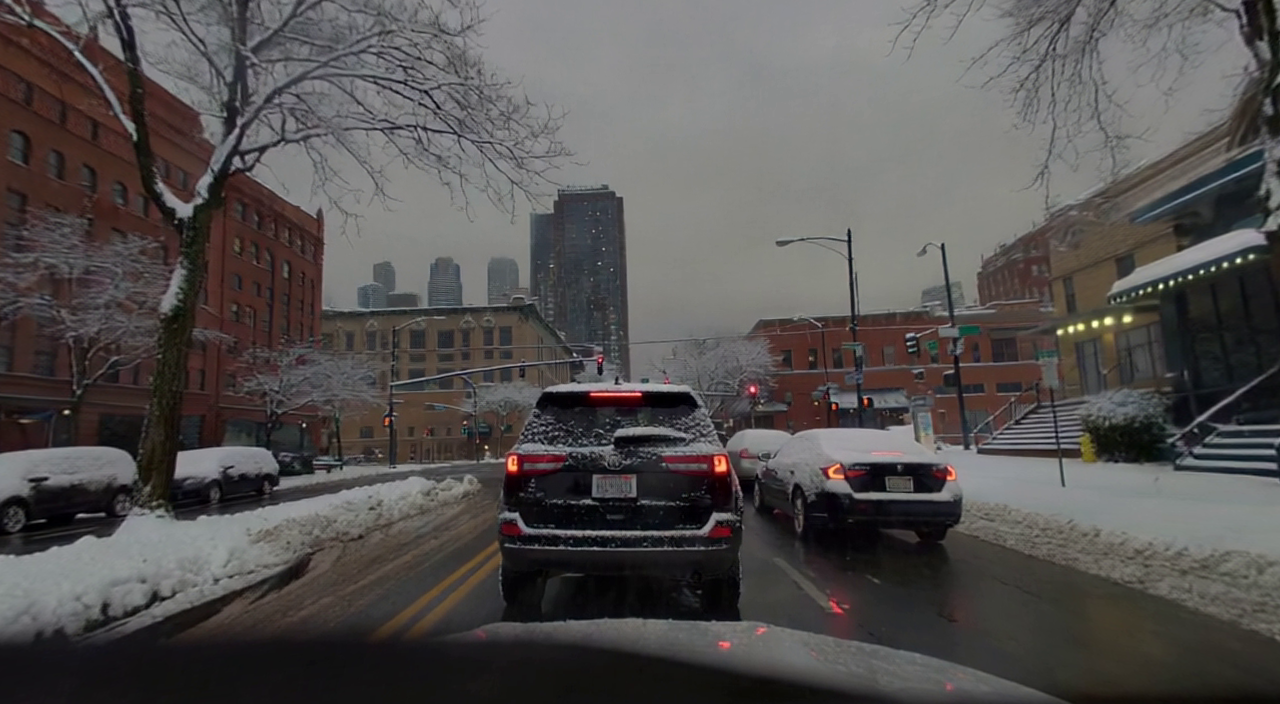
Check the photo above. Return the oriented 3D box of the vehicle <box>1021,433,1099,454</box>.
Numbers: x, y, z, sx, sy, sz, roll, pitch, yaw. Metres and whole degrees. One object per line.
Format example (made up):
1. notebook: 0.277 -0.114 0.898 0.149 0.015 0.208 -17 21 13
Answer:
1. vehicle: 32.499 7.085 48.601 5.224 1.515 2.164 3 -9 -18

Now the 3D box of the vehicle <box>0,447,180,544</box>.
1. vehicle: -12.531 2.916 13.470 1.891 1.723 4.360 0 -8 1

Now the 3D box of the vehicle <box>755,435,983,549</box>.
1. vehicle: 3.294 2.085 10.086 2.056 1.422 4.130 0 -8 -1

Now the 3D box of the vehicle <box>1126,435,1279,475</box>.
1. vehicle: 22.160 4.052 24.965 4.055 1.469 1.848 -4 -9 26

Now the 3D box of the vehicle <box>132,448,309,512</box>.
1. vehicle: -12.456 3.785 19.138 2.207 1.648 4.675 0 -8 -1

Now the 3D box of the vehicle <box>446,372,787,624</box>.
1. vehicle: -0.161 1.365 6.771 2.453 1.816 4.300 0 -8 0
